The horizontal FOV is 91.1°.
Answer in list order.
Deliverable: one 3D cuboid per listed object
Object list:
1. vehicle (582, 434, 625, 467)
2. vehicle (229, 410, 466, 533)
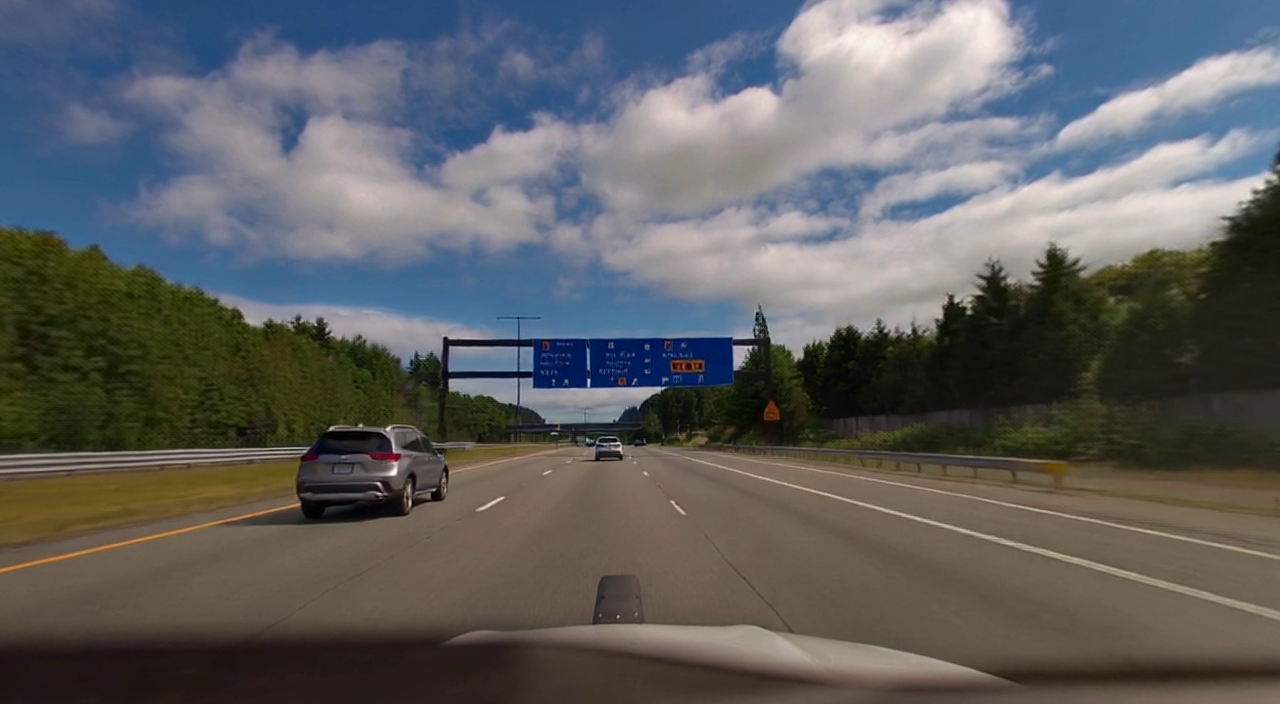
[{"bbox_3d":[-1.767,4.837,31.113,2.010,1.534,4.013,0,-8,-2],"label":"vehicle"},{"bbox_3d":[-4.709,1.973,11.087,2.111,1.689,4.505,0,-8,-2],"label":"vehicle"}]
